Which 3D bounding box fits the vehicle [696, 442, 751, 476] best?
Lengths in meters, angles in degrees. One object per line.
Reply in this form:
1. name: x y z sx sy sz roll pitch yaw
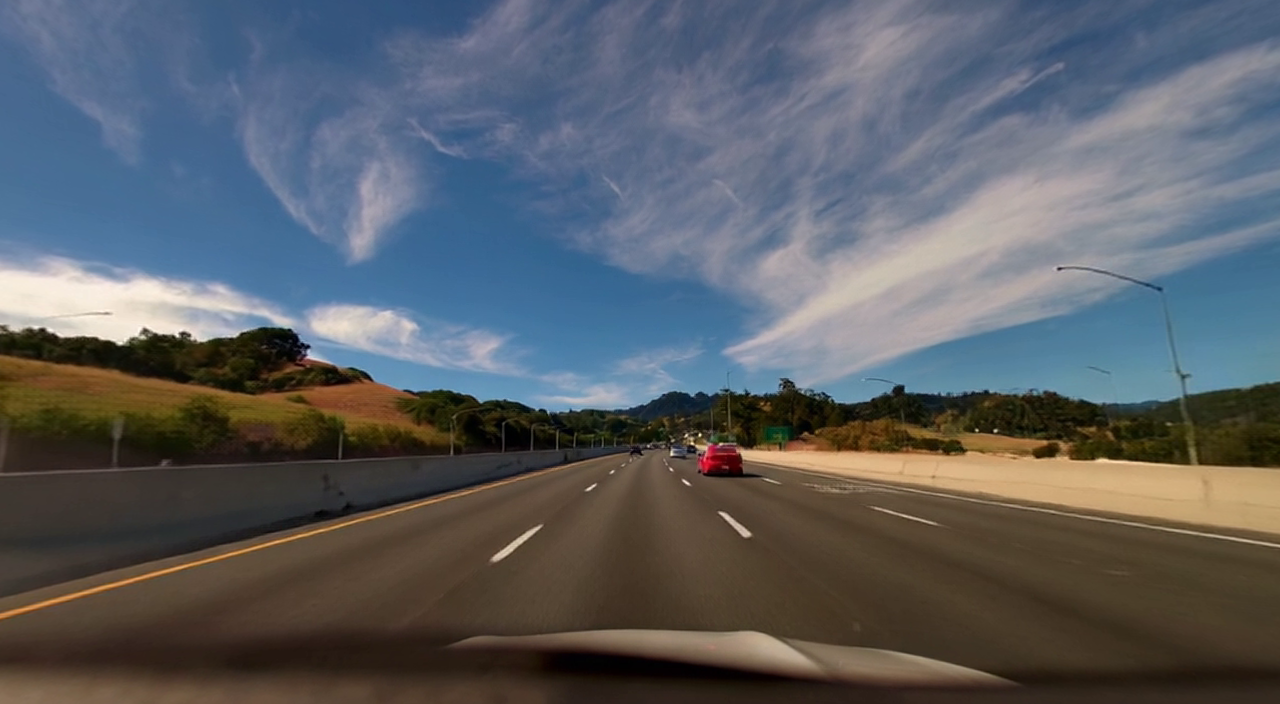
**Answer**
1. vehicle: 3.820 4.989 29.596 1.916 1.469 4.481 0 -8 -1
